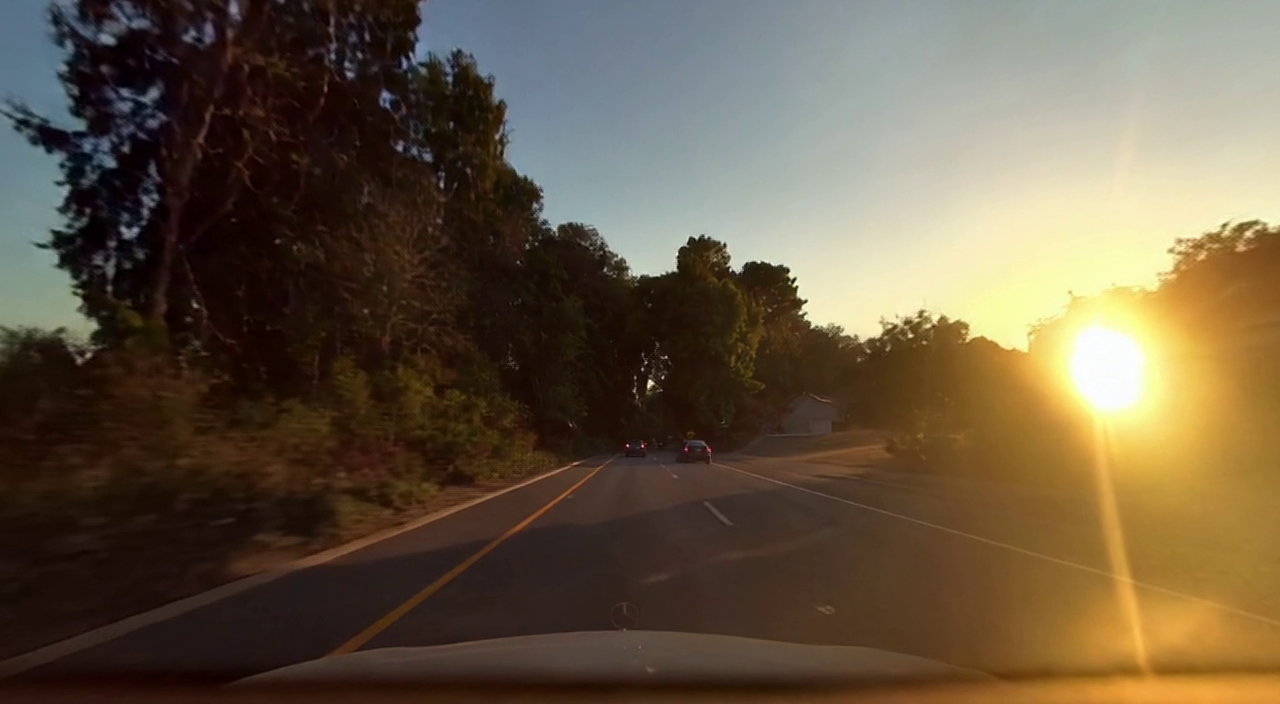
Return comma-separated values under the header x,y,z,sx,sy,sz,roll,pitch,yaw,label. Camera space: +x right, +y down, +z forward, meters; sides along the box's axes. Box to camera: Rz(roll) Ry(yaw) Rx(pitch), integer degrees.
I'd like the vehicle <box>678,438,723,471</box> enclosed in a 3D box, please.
x,y,z,sx,sy,sz,roll,pitch,yaw,label
3.168,5.466,33.864,1.888,1.640,4.044,0,-8,-2,vehicle
